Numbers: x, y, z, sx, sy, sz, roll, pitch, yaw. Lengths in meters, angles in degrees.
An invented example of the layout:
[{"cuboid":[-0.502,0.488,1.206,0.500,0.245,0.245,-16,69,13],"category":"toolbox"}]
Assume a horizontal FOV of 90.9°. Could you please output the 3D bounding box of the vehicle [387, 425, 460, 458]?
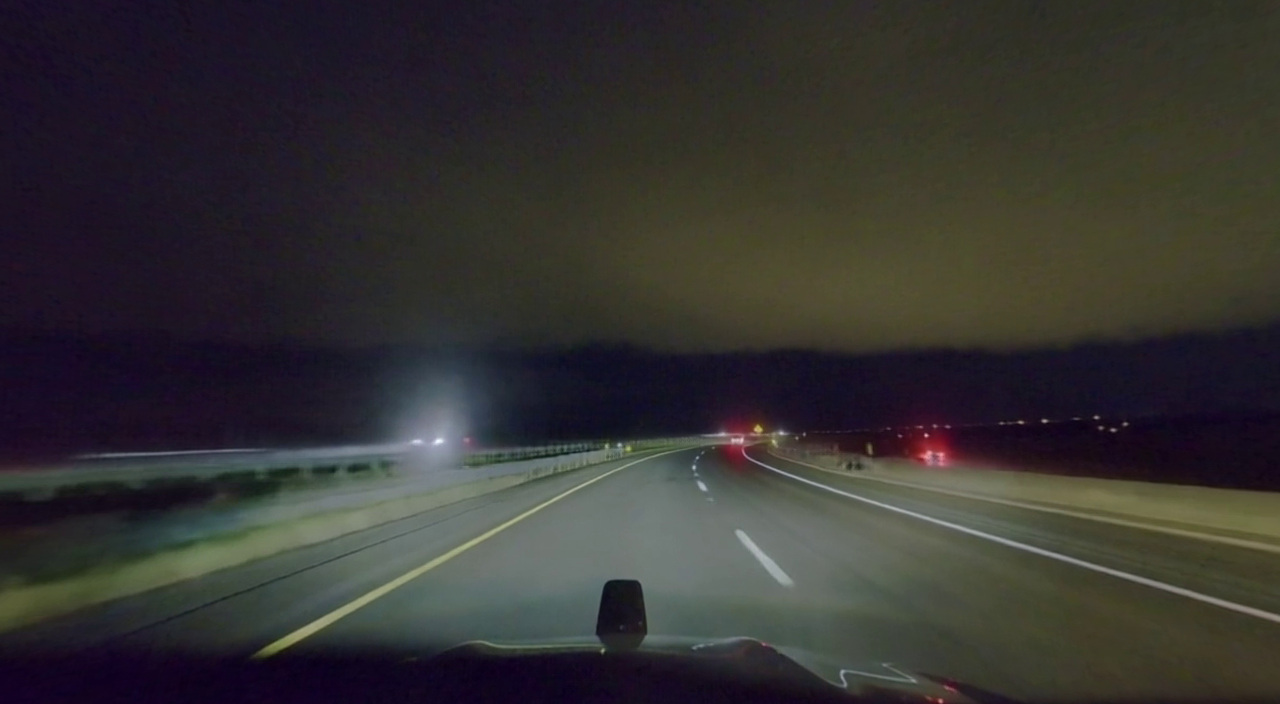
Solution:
[{"cuboid":[-13.724,5.748,40.451,2.252,1.926,5.495,-1,-9,6],"category":"vehicle"}]
